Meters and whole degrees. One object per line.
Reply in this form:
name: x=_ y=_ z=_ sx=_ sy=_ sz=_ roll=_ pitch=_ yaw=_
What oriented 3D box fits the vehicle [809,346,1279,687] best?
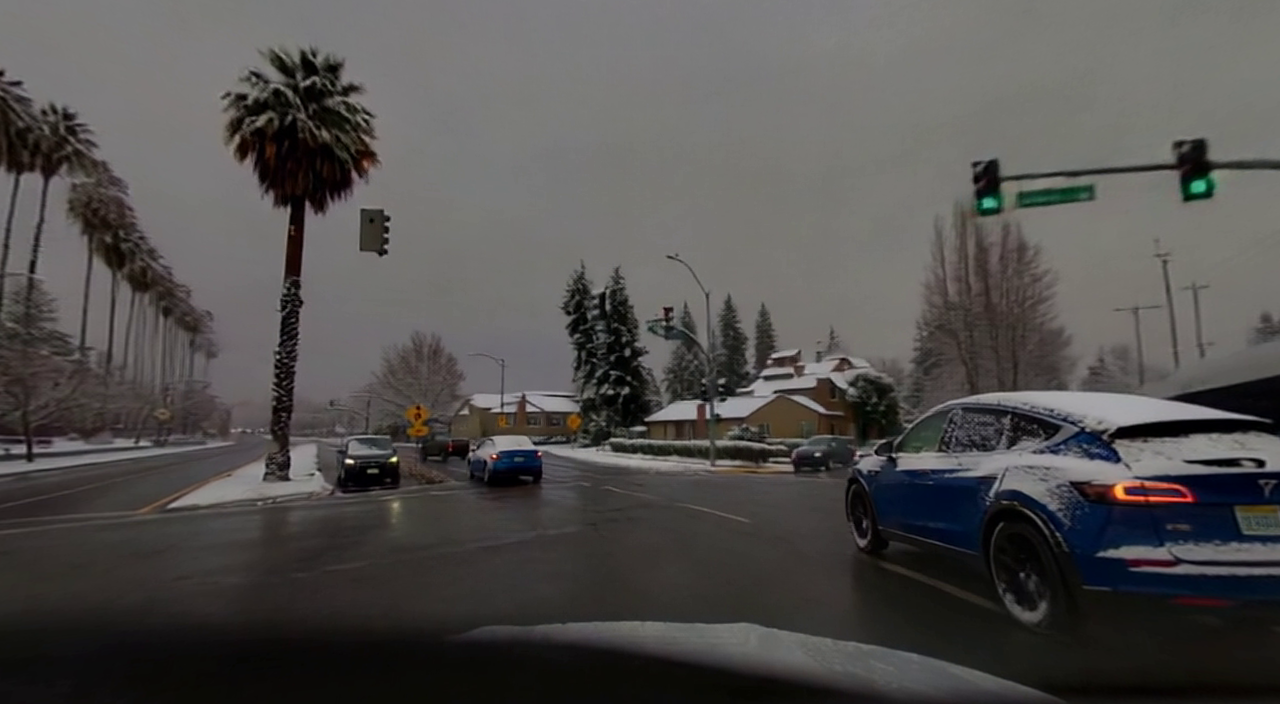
vehicle: x=3.542 y=1.229 z=6.018 sx=2.205 sy=1.803 sz=5.135 roll=1 pitch=-8 yaw=-3

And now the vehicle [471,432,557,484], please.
vehicle: x=-4.813 y=3.895 z=23.530 sx=2.341 sy=1.709 sz=4.466 roll=3 pitch=-9 yaw=-21

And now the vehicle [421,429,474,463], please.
vehicle: x=-11.810 y=5.693 z=38.480 sx=2.272 sy=1.891 sz=4.562 roll=4 pitch=-9 yaw=-26

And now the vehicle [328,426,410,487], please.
vehicle: x=-9.796 y=3.665 z=22.595 sx=2.283 sy=1.878 sz=5.384 roll=4 pitch=-9 yaw=-26
